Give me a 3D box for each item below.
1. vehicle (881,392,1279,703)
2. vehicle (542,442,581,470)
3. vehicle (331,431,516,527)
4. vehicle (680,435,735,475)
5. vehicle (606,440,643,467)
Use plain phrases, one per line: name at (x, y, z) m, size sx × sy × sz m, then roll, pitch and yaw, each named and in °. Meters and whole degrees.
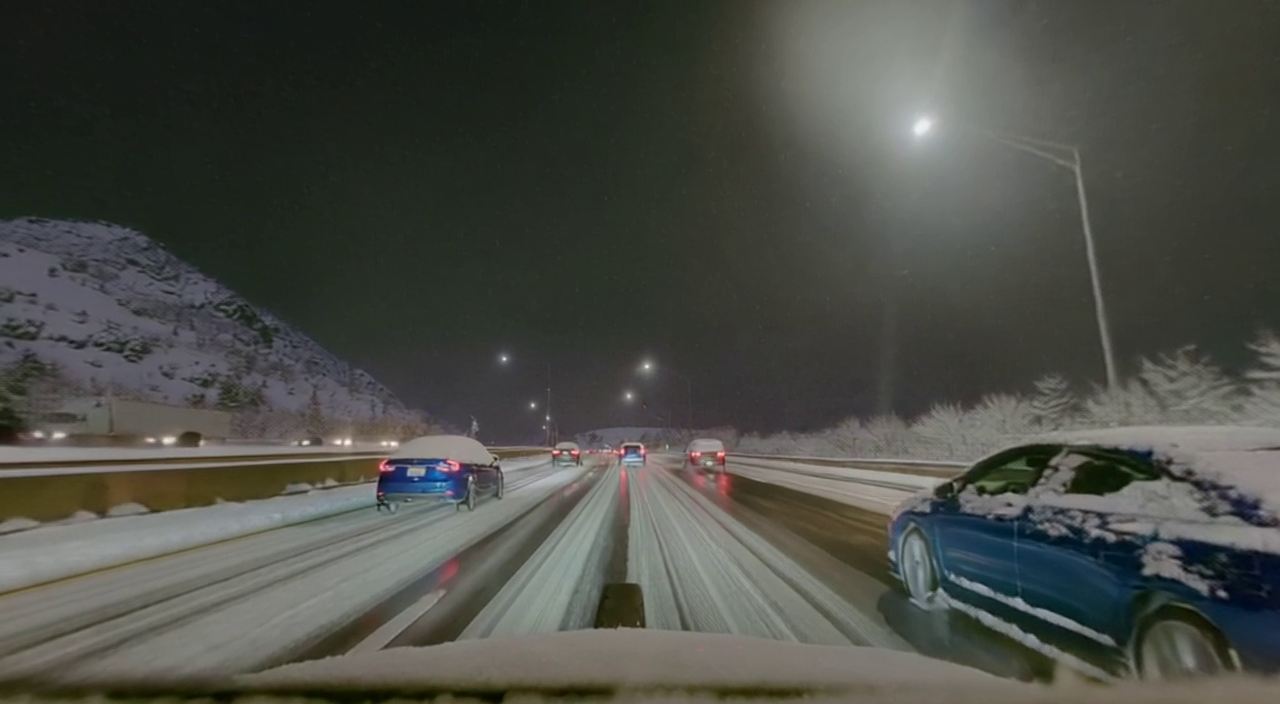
vehicle at (3.257, 1.074, 3.250) m, size 2.136 × 1.511 × 4.706 m, roll 0°, pitch -9°, yaw 0°
vehicle at (-4.393, 5.880, 35.810) m, size 1.796 × 1.464 × 3.839 m, roll 0°, pitch -9°, yaw -1°
vehicle at (-3.858, 2.339, 12.149) m, size 1.993 × 1.500 × 4.248 m, roll 0°, pitch -9°, yaw 1°
vehicle at (3.313, 5.201, 32.001) m, size 2.222 × 1.820 × 4.733 m, roll 0°, pitch -9°, yaw -1°
vehicle at (-0.955, 6.253, 38.906) m, size 2.147 × 1.572 × 4.094 m, roll 0°, pitch -9°, yaw -1°
